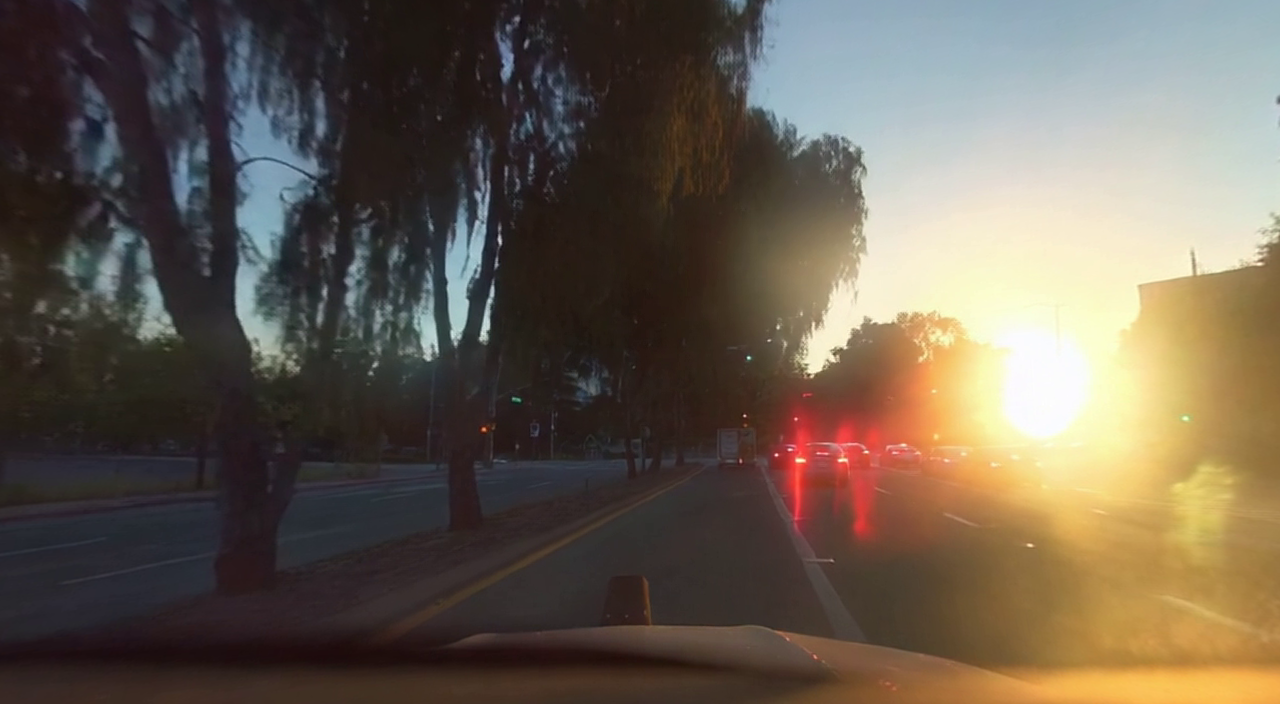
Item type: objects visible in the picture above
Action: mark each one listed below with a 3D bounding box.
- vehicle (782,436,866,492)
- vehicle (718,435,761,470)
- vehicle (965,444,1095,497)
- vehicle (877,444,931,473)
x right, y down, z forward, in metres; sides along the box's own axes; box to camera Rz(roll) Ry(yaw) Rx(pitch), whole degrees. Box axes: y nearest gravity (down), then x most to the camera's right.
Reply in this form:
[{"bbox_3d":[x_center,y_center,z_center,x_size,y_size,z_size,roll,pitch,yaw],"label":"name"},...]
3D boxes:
[{"bbox_3d":[5.757,3.513,20.210,2.078,1.578,4.107,-1,-8,10],"label":"vehicle"},{"bbox_3d":[5.636,5.664,35.783,2.245,1.800,4.522,-1,-8,8],"label":"vehicle"},{"bbox_3d":[12.090,3.659,19.924,1.884,1.422,4.262,-1,-8,8],"label":"vehicle"},{"bbox_3d":[15.257,6.146,36.624,1.901,1.484,4.093,-1,-8,8],"label":"vehicle"}]
